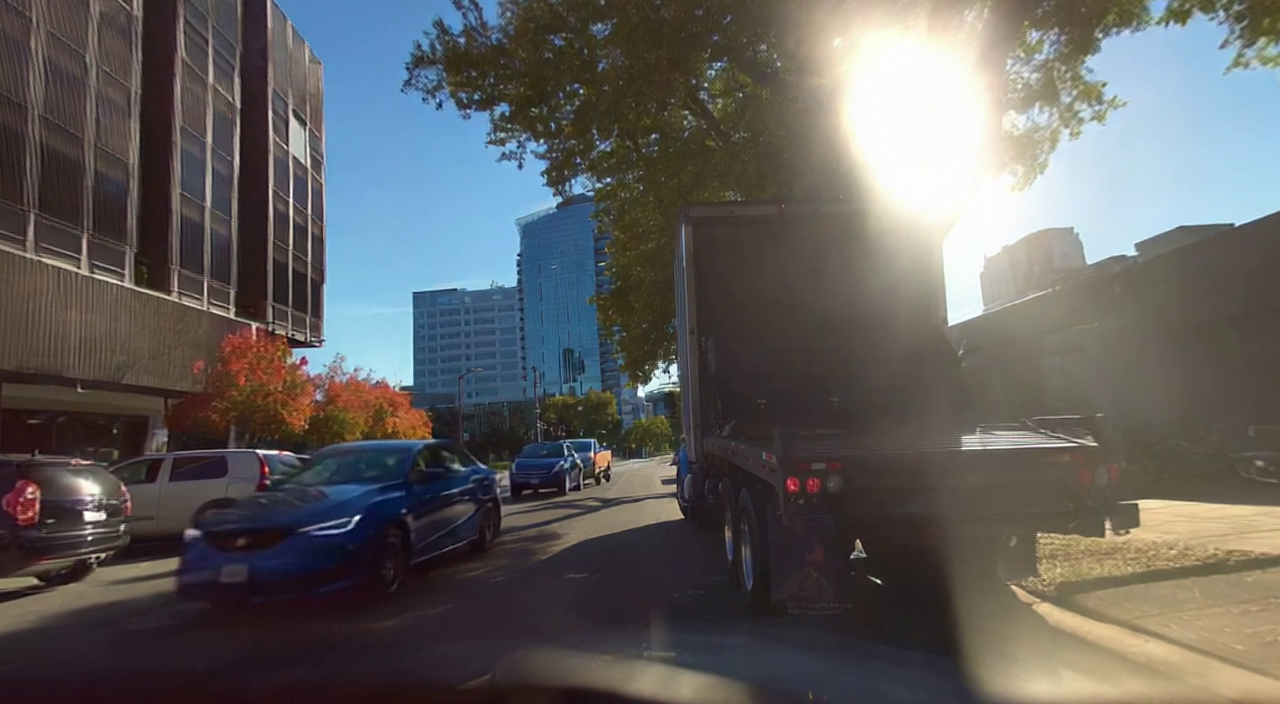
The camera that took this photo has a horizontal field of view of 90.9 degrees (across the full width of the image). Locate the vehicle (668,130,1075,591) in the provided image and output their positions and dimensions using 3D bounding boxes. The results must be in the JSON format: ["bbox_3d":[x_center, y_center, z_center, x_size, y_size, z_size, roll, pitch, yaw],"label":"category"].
[{"bbox_3d":[2.520,0.819,11.317,3.320,4.034,11.553,-1,-8,6],"label":"vehicle"}]

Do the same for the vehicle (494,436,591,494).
[{"bbox_3d":[-2.942,3.532,20.120,2.311,1.631,4.510,0,-8,1],"label":"vehicle"}]

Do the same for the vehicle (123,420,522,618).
[{"bbox_3d":[-2.995,1.655,7.294,2.183,1.563,4.257,-1,-8,4],"label":"vehicle"}]
